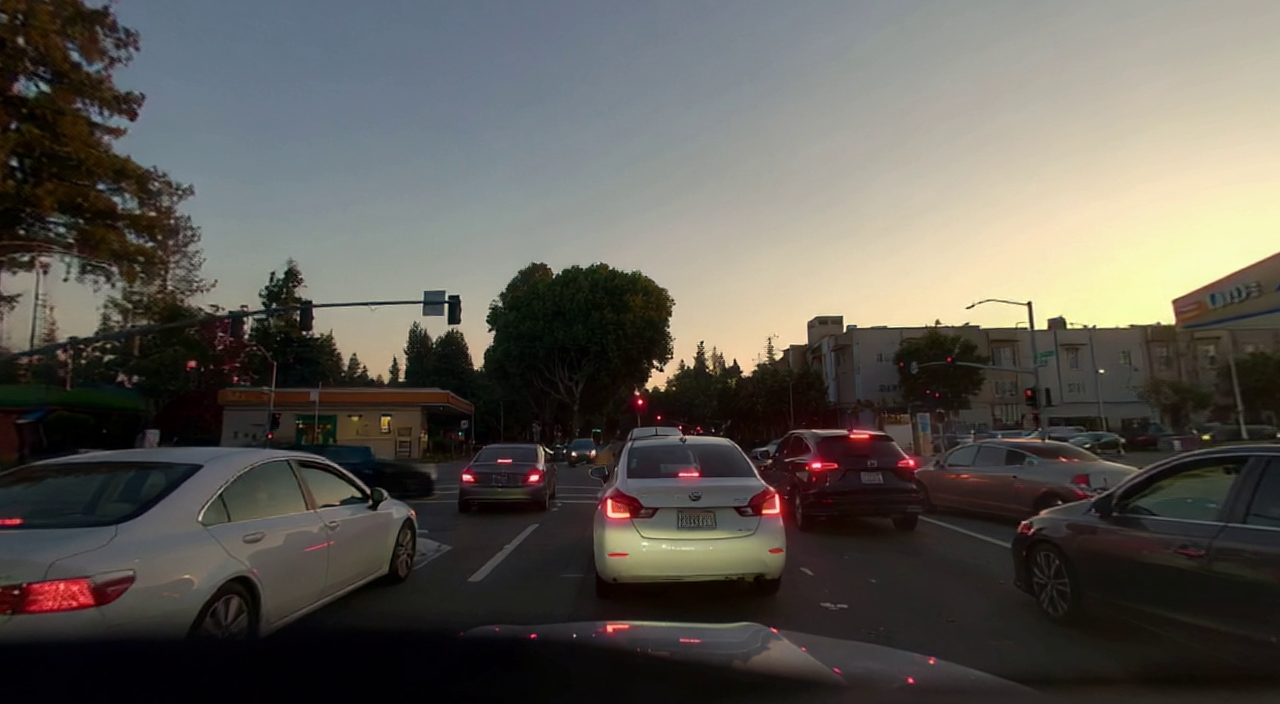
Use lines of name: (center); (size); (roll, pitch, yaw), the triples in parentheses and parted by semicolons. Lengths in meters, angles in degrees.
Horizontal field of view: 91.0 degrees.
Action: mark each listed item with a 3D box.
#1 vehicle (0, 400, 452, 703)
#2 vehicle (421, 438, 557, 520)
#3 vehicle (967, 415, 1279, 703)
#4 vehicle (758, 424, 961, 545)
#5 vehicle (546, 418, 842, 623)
vehicle: (-3.004, 1.260, 4.615); (1.887, 1.493, 4.255); (0, -9, 1)
vehicle: (-3.044, 2.647, 13.706); (1.867, 1.474, 4.237); (0, -9, 1)
vehicle: (4.186, 1.132, 3.591); (1.950, 1.497, 4.686); (0, -9, -2)
vehicle: (3.405, 2.135, 10.771); (1.947, 1.630, 4.127); (0, -9, 0)
vehicle: (0.348, 1.588, 6.948); (2.220, 1.507, 4.317); (0, -9, -2)
